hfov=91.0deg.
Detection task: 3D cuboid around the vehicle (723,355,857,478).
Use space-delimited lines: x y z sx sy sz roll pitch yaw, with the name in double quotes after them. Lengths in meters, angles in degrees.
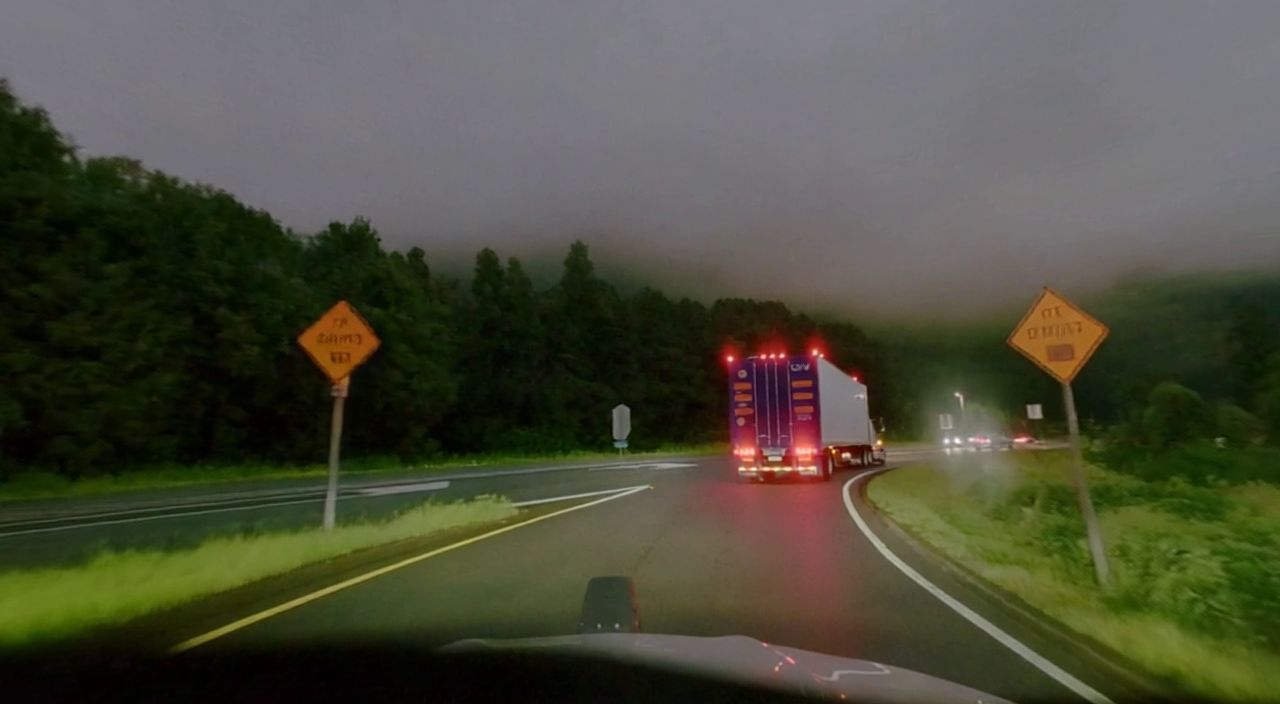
5.963 2.536 23.539 2.937 3.647 9.344 -4 -9 24 "vehicle"
